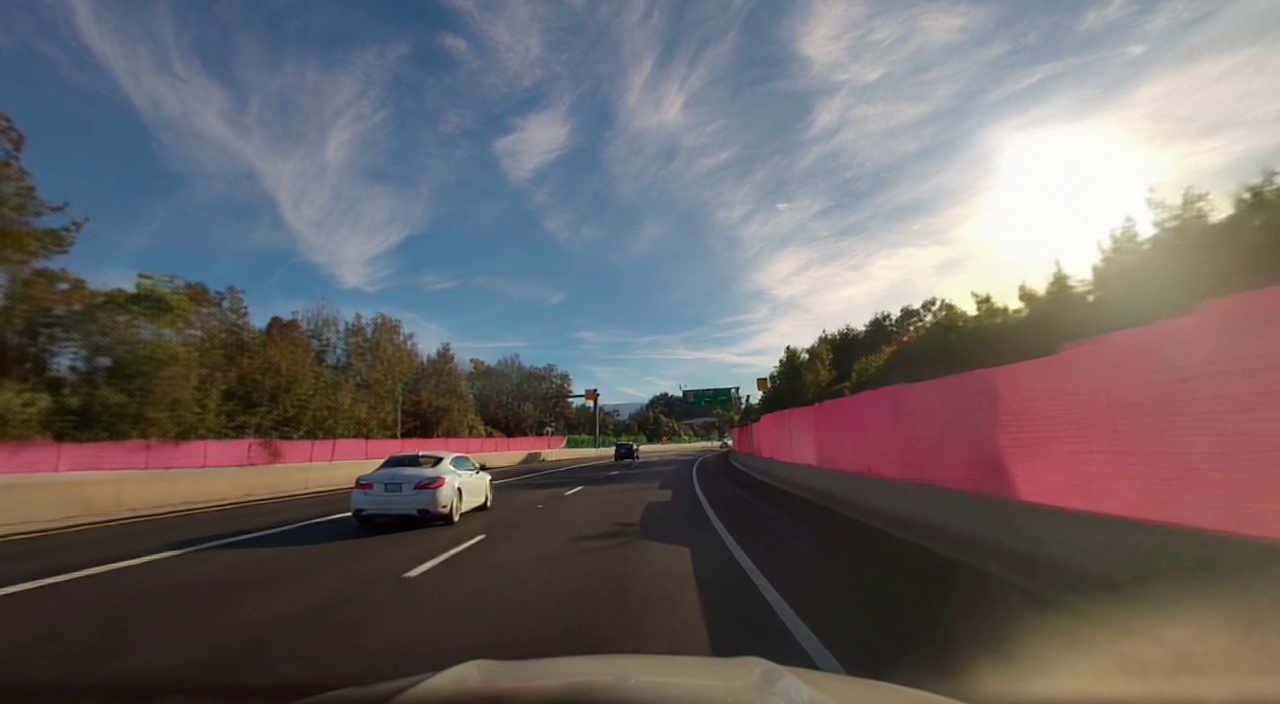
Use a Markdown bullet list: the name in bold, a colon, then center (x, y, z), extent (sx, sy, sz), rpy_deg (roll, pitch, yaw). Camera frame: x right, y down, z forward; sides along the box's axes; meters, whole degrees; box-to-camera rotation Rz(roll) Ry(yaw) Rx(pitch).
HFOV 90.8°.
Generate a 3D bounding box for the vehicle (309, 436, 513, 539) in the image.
- **vehicle**: center (-3.629, 2.217, 10.976), extent (1.746, 1.405, 4.339), rpy_deg (-1, -9, 3)

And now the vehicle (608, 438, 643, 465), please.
- **vehicle**: center (-0.919, 6.588, 41.889), extent (1.833, 1.697, 3.984), rpy_deg (-1, -9, 6)
